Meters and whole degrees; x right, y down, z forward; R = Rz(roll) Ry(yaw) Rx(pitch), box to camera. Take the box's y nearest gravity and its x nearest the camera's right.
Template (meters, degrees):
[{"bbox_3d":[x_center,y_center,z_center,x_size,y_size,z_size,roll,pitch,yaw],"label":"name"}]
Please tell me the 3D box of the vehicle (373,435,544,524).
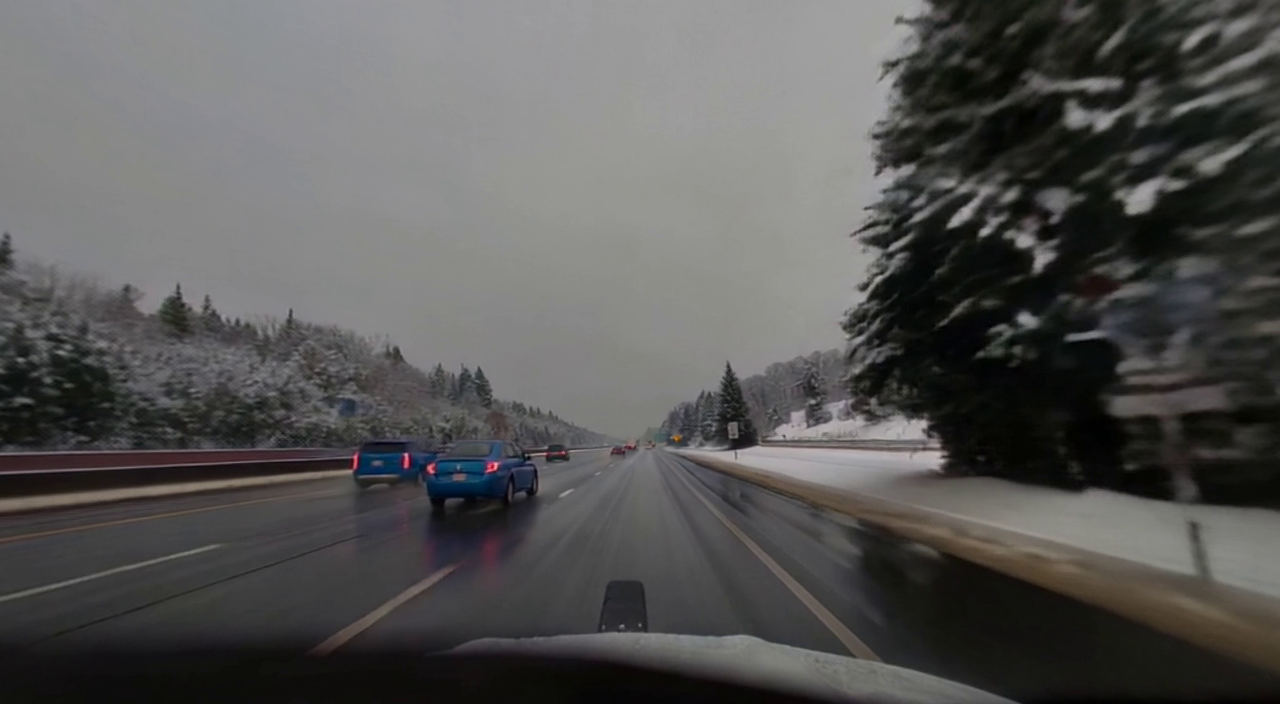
[{"bbox_3d":[-3.542,2.589,13.500,2.081,1.514,4.943,0,-8,1],"label":"vehicle"}]
